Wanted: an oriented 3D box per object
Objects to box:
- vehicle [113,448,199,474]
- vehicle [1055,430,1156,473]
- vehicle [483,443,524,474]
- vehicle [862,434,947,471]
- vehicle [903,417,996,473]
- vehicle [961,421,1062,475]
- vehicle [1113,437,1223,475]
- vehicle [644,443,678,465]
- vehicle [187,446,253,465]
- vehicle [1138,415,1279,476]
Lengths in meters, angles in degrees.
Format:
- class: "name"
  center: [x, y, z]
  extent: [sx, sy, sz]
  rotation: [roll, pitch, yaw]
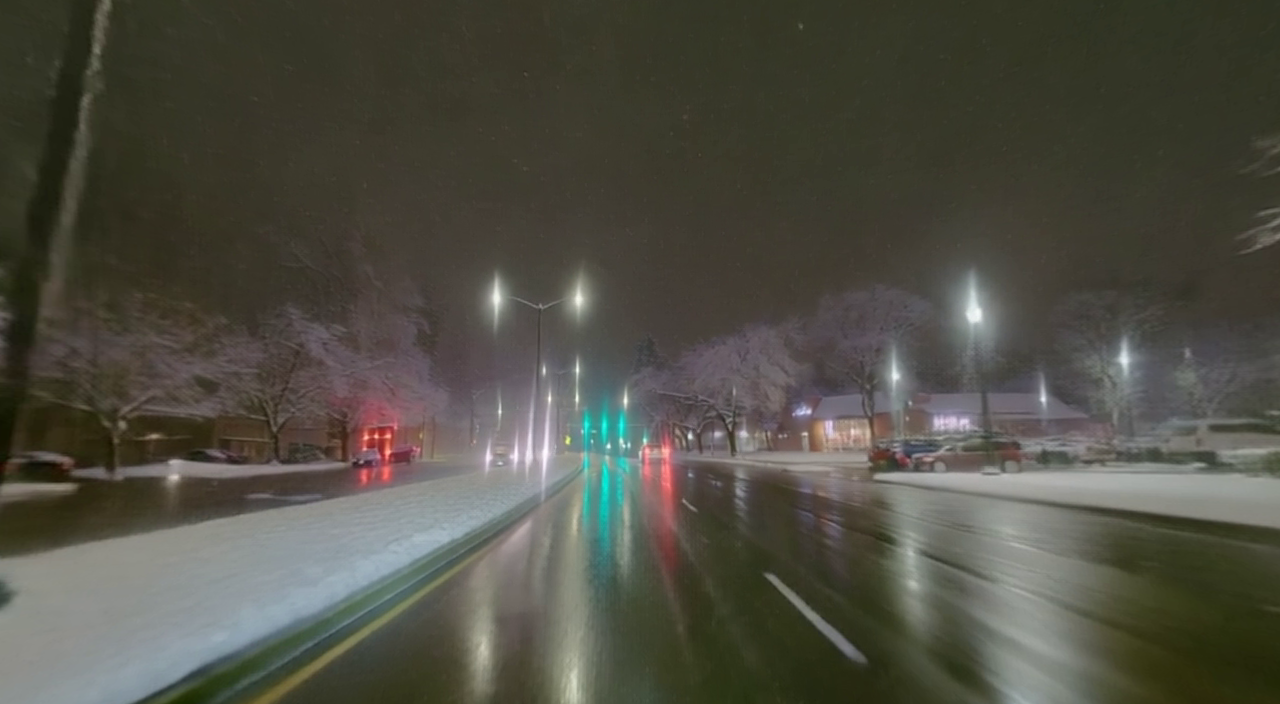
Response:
- class: "vehicle"
  center: [-31.661, 7.128, 41.399]
  extent: [3.952, 1.462, 1.857]
  rotation: [2, -6, -6]
- class: "vehicle"
  center: [22.748, 4.887, 31.273]
  extent: [2.747, 1.912, 6.426]
  rotation: [-4, -9, 25]
- class: "vehicle"
  center: [-8.089, 6.346, 37.845]
  extent: [2.180, 1.556, 5.130]
  rotation: [2, -7, -11]
- class: "vehicle"
  center: [15.117, 5.695, 35.937]
  extent: [5.161, 1.927, 2.464]
  rotation: [8, -12, -43]
- class: "vehicle"
  center: [16.290, 4.871, 33.105]
  extent: [5.908, 2.641, 2.303]
  rotation: [8, -12, -43]
- class: "vehicle"
  center: [18.396, 4.718, 31.117]
  extent: [2.727, 2.396, 5.918]
  rotation: [-9, -12, 44]
- class: "vehicle"
  center: [25.854, 5.085, 31.139]
  extent: [1.917, 1.720, 4.071]
  rotation: [0, -9, 2]
- class: "vehicle"
  center: [1.436, 7.292, 45.196]
  extent: [1.913, 1.473, 4.360]
  rotation: [1, -9, -5]
- class: "vehicle"
  center: [-32.473, 8.025, 48.932]
  extent: [3.768, 1.443, 1.800]
  rotation: [0, -9, -4]
- class: "vehicle"
  center: [28.974, 4.660, 31.591]
  extent: [2.248, 2.714, 6.788]
  rotation: [0, -9, -3]
